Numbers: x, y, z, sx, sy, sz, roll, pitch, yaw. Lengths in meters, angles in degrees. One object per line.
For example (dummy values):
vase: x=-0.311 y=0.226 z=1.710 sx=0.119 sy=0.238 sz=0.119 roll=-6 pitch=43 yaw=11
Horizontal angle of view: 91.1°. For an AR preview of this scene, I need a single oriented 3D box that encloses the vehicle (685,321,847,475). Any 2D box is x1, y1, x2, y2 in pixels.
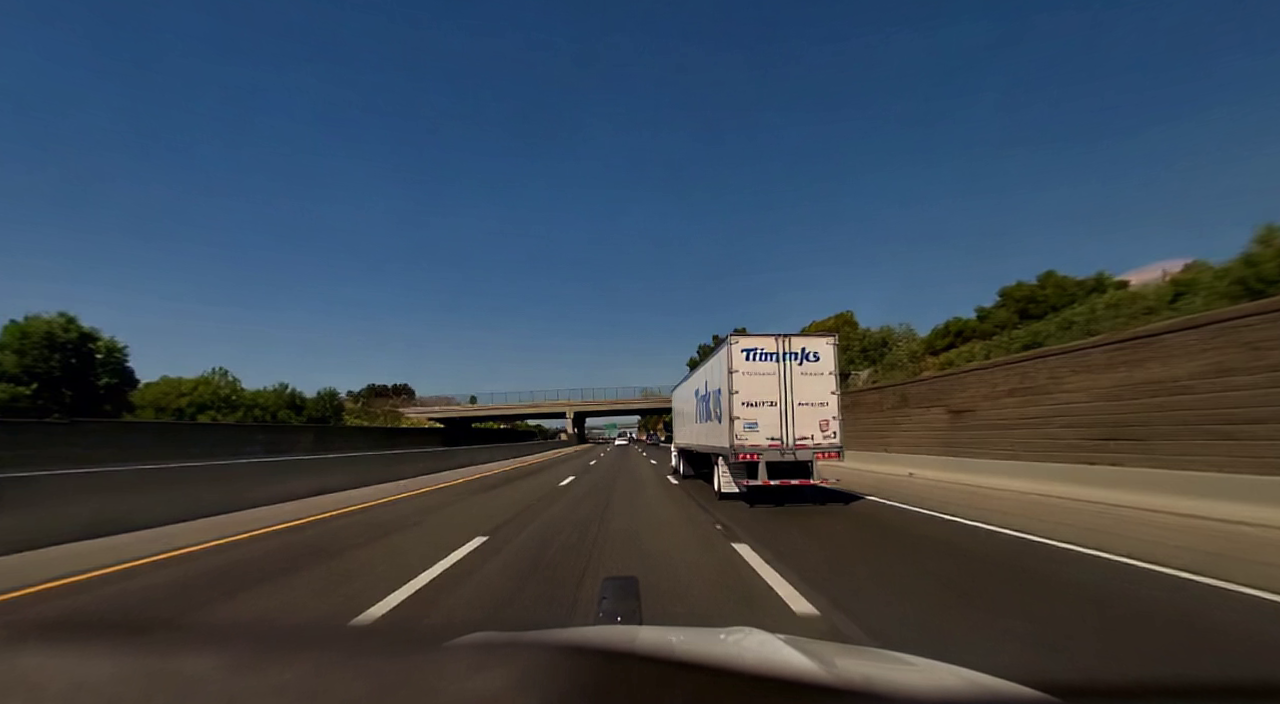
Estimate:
vehicle: x=3.673 y=1.989 z=22.904 sx=2.850 sy=3.894 sz=13.987 roll=0 pitch=-7 yaw=-1
